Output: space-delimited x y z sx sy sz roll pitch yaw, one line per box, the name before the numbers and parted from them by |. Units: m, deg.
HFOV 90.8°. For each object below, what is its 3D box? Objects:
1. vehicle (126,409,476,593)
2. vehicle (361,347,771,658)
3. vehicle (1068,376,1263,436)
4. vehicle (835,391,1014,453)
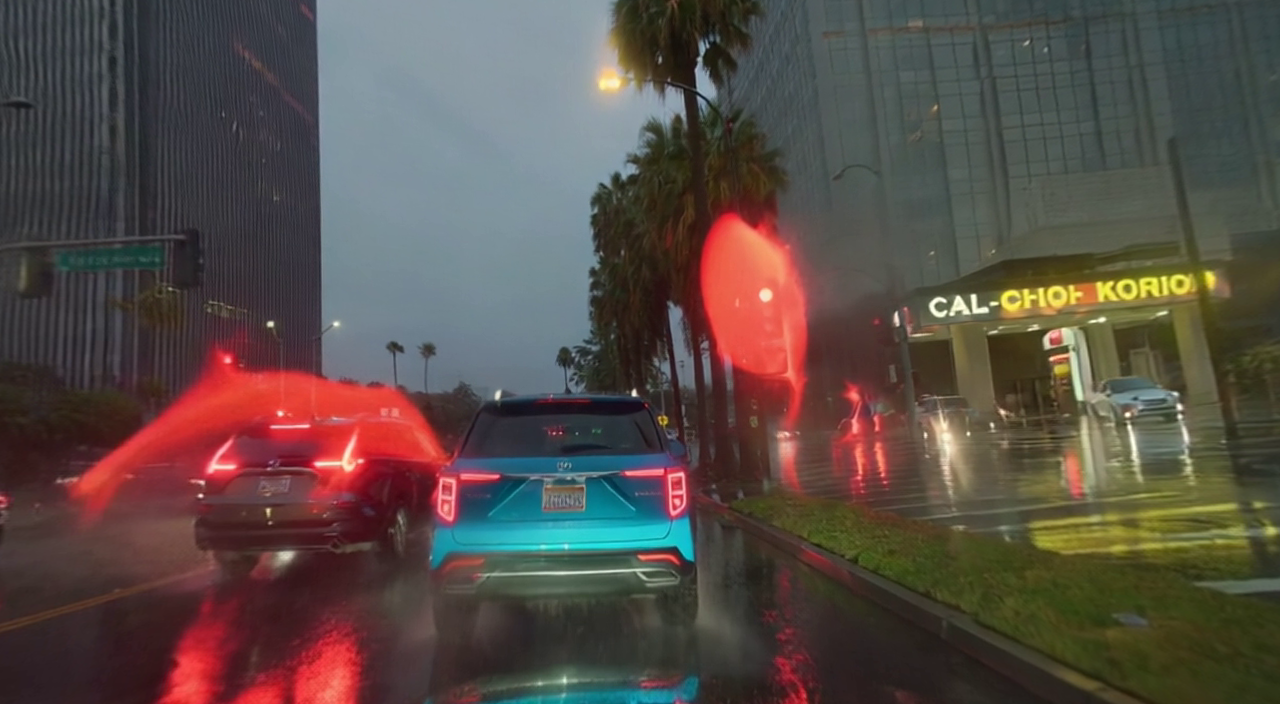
vehicle | -3.819 1.756 8.487 2.097 1.692 5.030 0 -8 -3
vehicle | -0.548 1.269 6.421 2.519 1.913 4.819 0 -8 -3
vehicle | 18.775 1.979 22.790 5.033 1.999 2.259 0 -8 -3
vehicle | 9.986 2.501 22.459 5.307 2.076 2.122 0 -8 -4
